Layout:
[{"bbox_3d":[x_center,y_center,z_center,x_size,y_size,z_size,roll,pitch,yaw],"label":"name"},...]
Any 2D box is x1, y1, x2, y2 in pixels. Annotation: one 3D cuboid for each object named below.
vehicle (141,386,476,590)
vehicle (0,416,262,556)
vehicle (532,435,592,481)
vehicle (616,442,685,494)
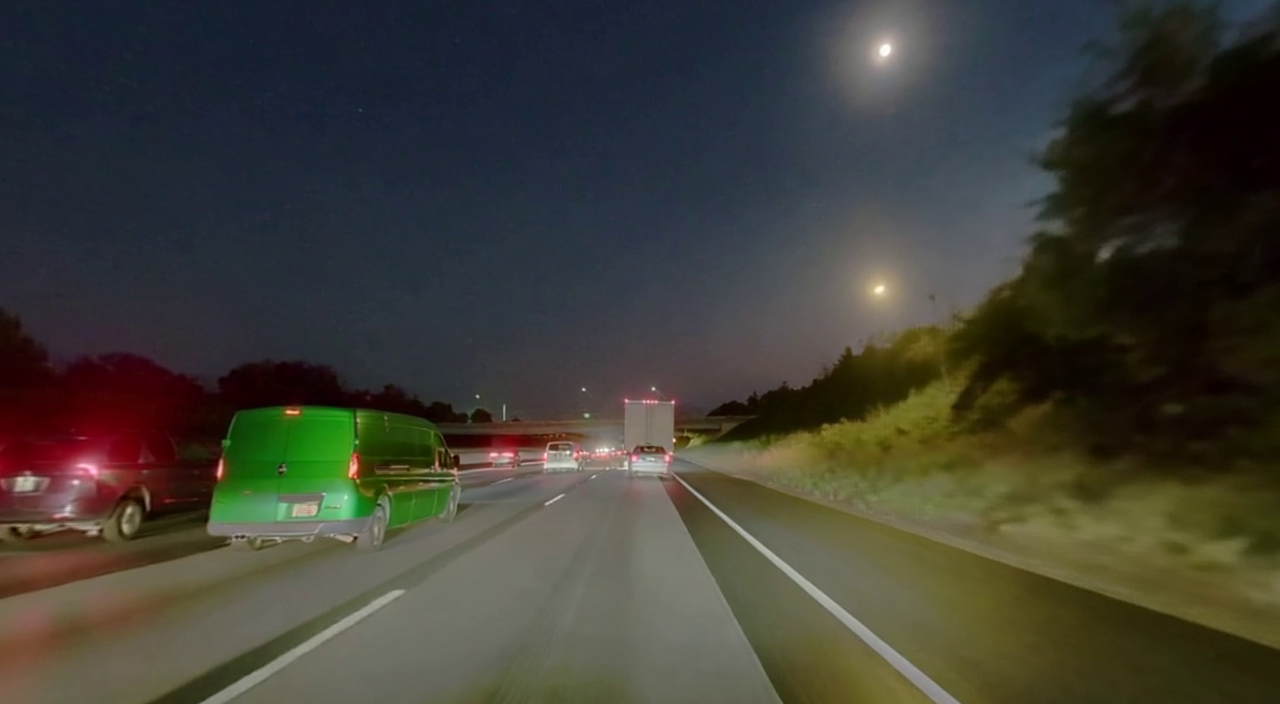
[{"bbox_3d":[-3.586,1.565,7.883,1.951,1.882,3.979,0,-9,0],"label":"vehicle"},{"bbox_3d":[-8.294,1.961,9.814,2.093,1.675,4.233,0,-9,1],"label":"vehicle"},{"bbox_3d":[-3.389,4.716,28.190,2.068,1.862,4.234,0,-9,1],"label":"vehicle"},{"bbox_3d":[0.289,3.633,19.972,1.991,1.507,3.391,0,-9,0],"label":"vehicle"}]
